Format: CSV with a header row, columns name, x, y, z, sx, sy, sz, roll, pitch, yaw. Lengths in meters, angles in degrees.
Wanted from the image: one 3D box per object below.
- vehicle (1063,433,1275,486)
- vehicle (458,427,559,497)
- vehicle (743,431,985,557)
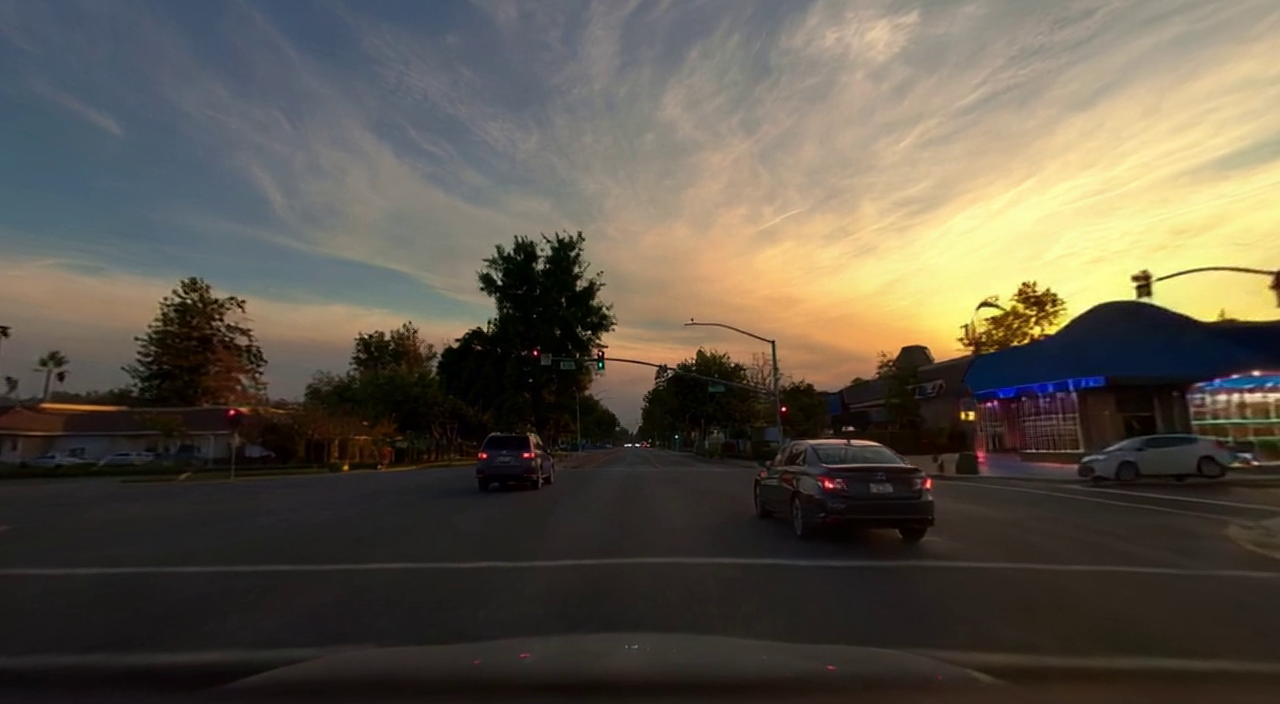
name,x,y,z,sx,sy,sz,roll,pitch,yaw
vehicle,20.029,4.095,24.173,5.886,1.798,2.407,-1,-9,0
vehicle,-3.734,3.228,18.841,1.997,1.806,4.500,0,-9,0
vehicle,3.115,2.085,10.115,1.975,1.502,4.787,0,-9,-2
